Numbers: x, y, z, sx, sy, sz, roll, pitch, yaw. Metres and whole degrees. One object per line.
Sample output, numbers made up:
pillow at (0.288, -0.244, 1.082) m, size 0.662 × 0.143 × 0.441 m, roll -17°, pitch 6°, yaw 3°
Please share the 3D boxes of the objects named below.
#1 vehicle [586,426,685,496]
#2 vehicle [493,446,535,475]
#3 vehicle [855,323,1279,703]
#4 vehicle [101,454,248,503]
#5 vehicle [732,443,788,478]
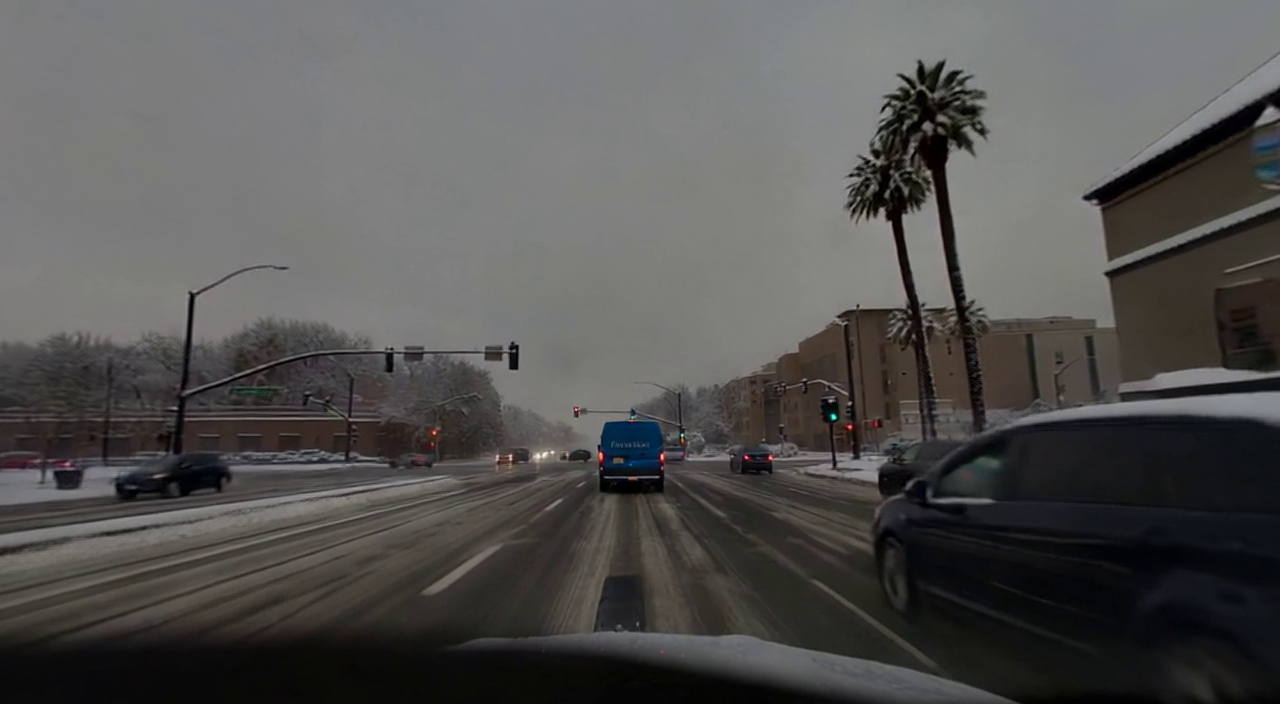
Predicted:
vehicle at (-0.233, 3.587, 21.154) m, size 2.848 × 1.991 × 5.706 m, roll 0°, pitch -9°, yaw -2°
vehicle at (-7.871, 6.689, 39.271) m, size 2.109 × 1.653 × 4.681 m, roll 2°, pitch -9°, yaw -16°
vehicle at (3.265, 0.974, 3.288) m, size 2.462 × 1.736 × 4.899 m, roll 0°, pitch -9°, yaw -1°
vehicle at (-16.277, 4.400, 22.476) m, size 1.953 × 1.480 × 4.632 m, roll 0°, pitch -9°, yaw -4°
vehicle at (6.239, 5.716, 33.457) m, size 1.931 × 1.692 × 4.267 m, roll 0°, pitch -9°, yaw -3°
